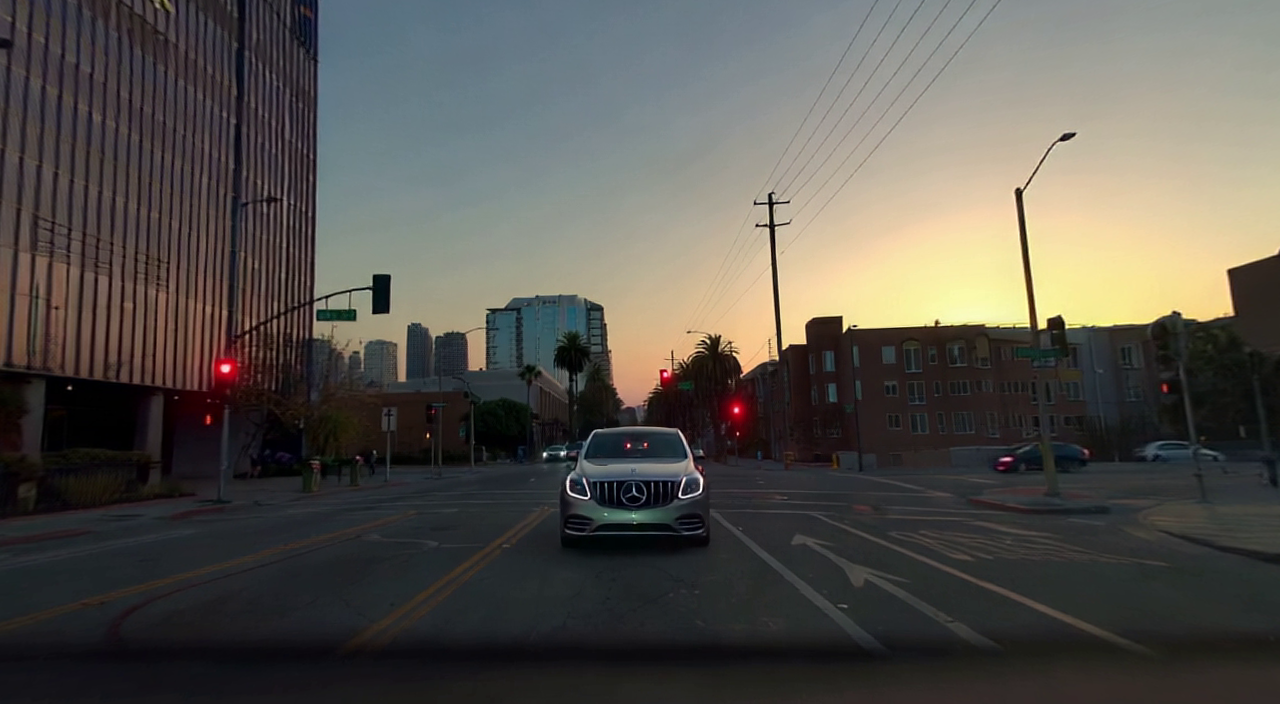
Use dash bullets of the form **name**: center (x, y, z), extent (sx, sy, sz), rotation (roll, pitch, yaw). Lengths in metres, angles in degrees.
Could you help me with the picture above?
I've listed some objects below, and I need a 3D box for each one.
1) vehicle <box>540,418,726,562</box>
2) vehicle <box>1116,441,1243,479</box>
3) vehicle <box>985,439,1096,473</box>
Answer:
- **vehicle**: center (-0.081, 1.872, 9.231), extent (2.144, 1.643, 3.770), rotation (0, -8, 0)
- **vehicle**: center (24.341, 4.861, 28.604), extent (4.118, 1.593, 2.004), rotation (1, -8, -8)
- **vehicle**: center (21.723, 5.657, 34.404), extent (4.649, 1.760, 2.029), rotation (0, -8, 0)
